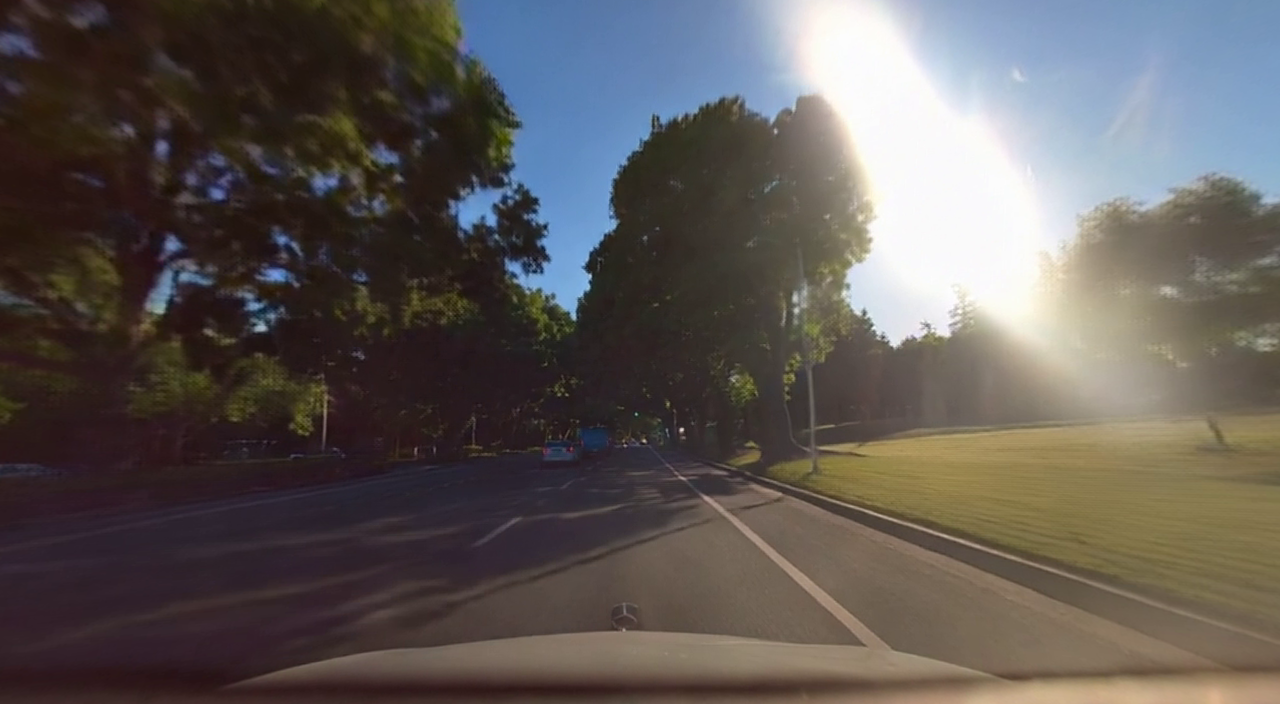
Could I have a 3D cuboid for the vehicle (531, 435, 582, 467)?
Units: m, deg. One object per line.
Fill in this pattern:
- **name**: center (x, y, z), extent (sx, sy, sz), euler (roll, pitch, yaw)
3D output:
- **vehicle**: center (-3.961, 4.772, 30.591), extent (2.009, 1.473, 4.028), euler (0, -8, -1)
